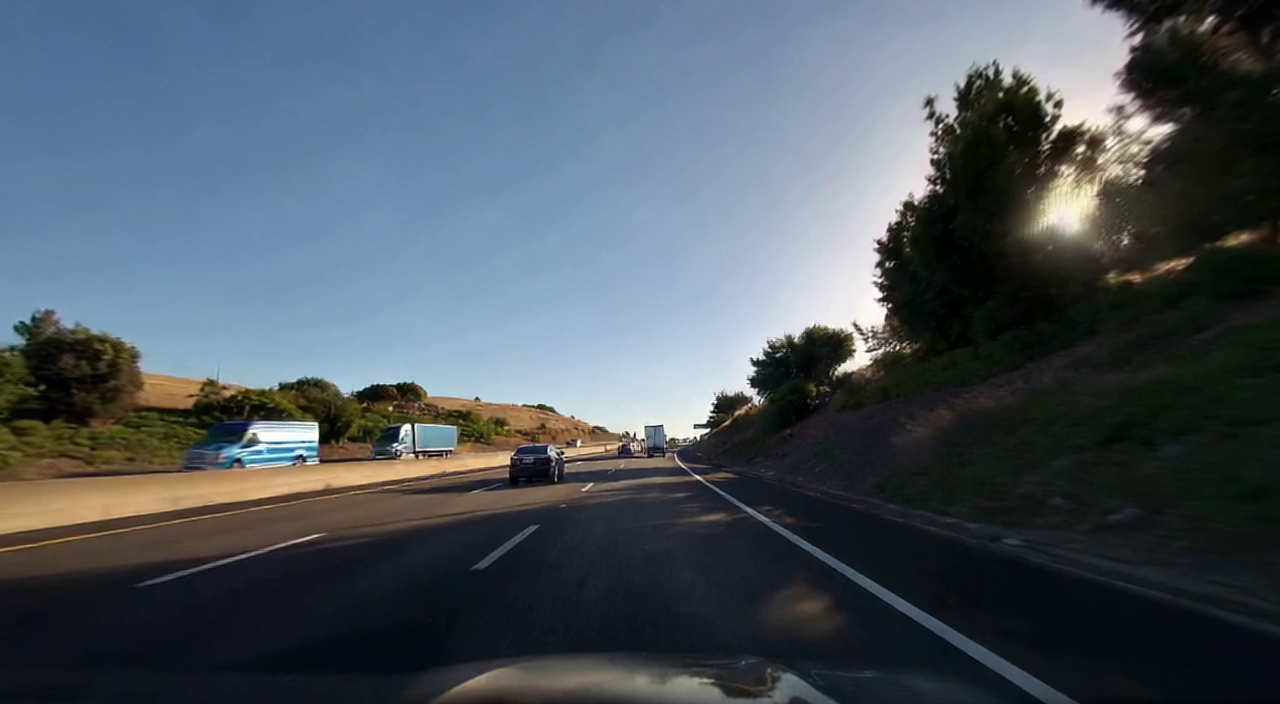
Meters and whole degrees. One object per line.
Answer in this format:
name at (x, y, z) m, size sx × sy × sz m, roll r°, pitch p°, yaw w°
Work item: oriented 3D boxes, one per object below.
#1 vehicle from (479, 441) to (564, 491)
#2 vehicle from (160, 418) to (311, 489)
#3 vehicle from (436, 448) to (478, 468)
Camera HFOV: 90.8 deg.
vehicle at (-3.758, 3.689, 20.748) m, size 1.943 × 1.460 × 3.961 m, roll 0°, pitch -9°, yaw 1°
vehicle at (-18.953, 4.848, 30.205) m, size 2.581 × 2.972 × 6.723 m, roll 0°, pitch -9°, yaw 1°
vehicle at (-14.307, 8.290, 49.556) m, size 1.859 × 1.497 × 4.390 m, roll 0°, pitch -9°, yaw 2°
